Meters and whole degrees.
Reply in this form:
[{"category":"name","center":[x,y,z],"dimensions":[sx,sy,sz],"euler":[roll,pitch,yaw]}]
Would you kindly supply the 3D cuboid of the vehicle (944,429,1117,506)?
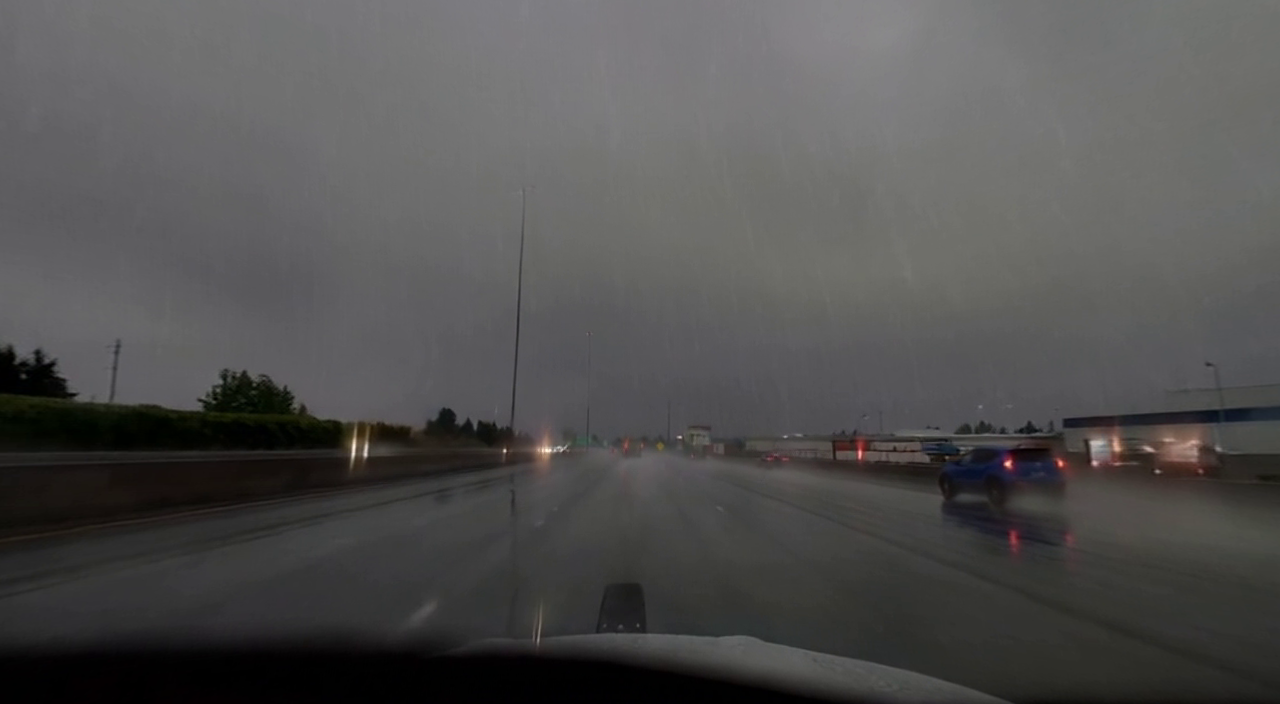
[{"category":"vehicle","center":[13.273,3.946,22.026],"dimensions":[2.411,2.326,5.300],"euler":[0,-9,-2]}]
